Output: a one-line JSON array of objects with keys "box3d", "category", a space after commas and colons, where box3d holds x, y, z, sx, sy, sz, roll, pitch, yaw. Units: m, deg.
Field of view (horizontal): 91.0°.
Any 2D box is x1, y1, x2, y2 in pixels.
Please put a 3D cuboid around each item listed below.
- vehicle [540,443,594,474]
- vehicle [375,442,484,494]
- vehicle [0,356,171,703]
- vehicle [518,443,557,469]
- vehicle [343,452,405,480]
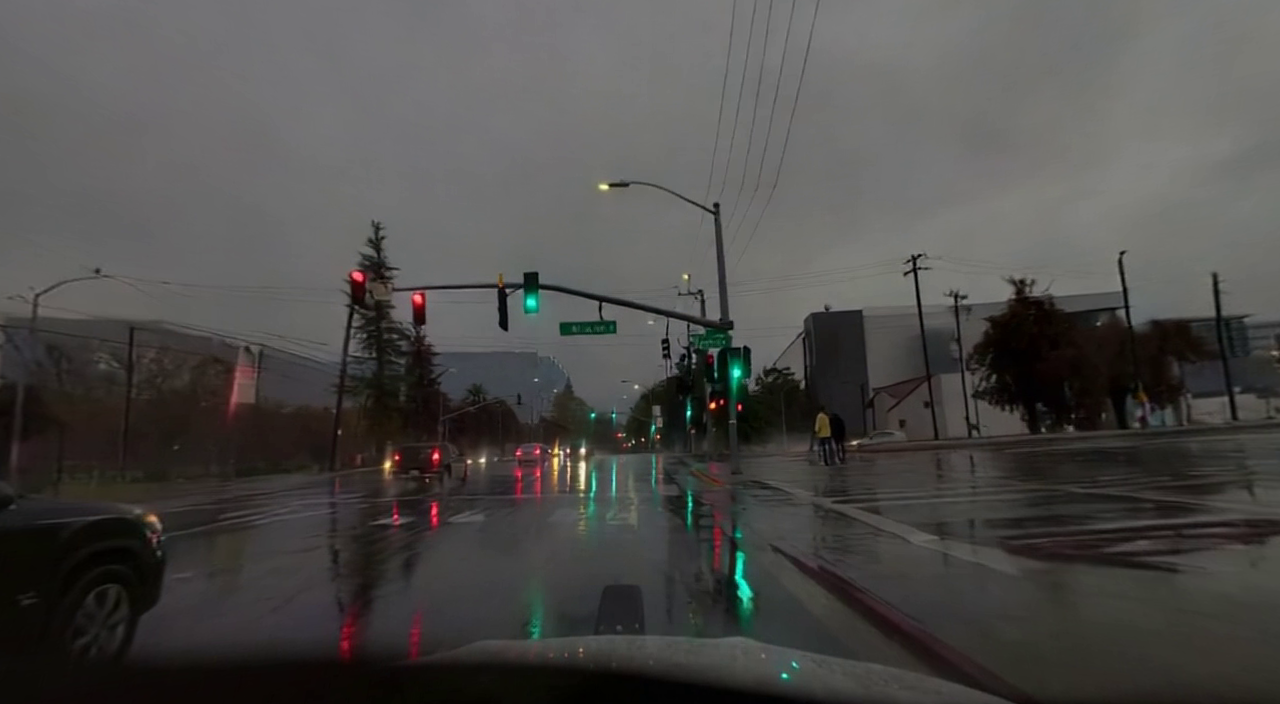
[{"box3d": [-3.667, 5.428, 32.311, 2.147, 1.472, 4.406, 0, -9, 1], "category": "vehicle"}, {"box3d": [-6.652, 3.703, 20.503, 1.960, 1.479, 4.654, 0, -9, 0], "category": "vehicle"}, {"box3d": [-3.413, 0.635, 0.866, 2.042, 1.673, 4.516, 0, -9, 0], "category": "vehicle"}, {"box3d": [-6.946, 7.095, 42.935, 2.012, 1.664, 3.917, 0, -9, 0], "category": "vehicle"}, {"box3d": [-16.390, 7.033, 39.052, 2.000, 1.527, 4.786, 0, -9, -4], "category": "vehicle"}]
